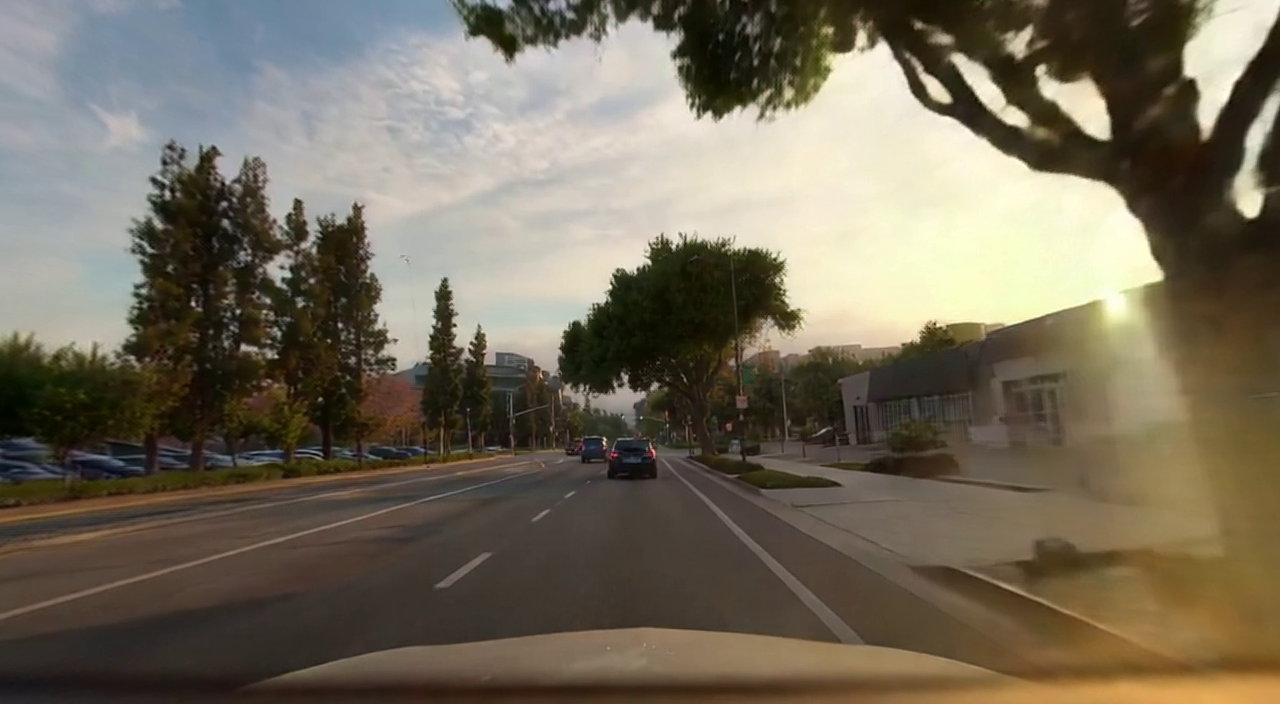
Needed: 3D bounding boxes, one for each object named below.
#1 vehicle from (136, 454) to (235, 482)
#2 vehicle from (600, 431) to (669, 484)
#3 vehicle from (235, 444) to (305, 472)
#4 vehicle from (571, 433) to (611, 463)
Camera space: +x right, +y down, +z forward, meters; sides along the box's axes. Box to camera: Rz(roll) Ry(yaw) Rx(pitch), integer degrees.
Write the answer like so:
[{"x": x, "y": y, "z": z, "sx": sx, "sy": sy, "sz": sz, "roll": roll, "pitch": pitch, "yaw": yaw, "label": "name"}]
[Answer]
[{"x": -26.312, "y": 6.673, "z": 36.539, "sx": 4.553, "sy": 1.479, "sz": 1.768, "roll": -1, "pitch": -8, "yaw": 7, "label": "vehicle"}, {"x": -0.140, "y": 3.558, "z": 21.585, "sx": 2.108, "sy": 1.612, "sz": 4.246, "roll": 0, "pitch": -8, "yaw": 1, "label": "vehicle"}, {"x": -24.450, "y": 7.012, "z": 41.843, "sx": 1.791, "sy": 1.724, "sz": 4.432, "roll": 0, "pitch": -8, "yaw": 2, "label": "vehicle"}, {"x": -3.168, "y": 6.359, "z": 42.116, "sx": 2.064, "sy": 1.859, "sz": 5.154, "roll": 0, "pitch": -8, "yaw": 2, "label": "vehicle"}]
